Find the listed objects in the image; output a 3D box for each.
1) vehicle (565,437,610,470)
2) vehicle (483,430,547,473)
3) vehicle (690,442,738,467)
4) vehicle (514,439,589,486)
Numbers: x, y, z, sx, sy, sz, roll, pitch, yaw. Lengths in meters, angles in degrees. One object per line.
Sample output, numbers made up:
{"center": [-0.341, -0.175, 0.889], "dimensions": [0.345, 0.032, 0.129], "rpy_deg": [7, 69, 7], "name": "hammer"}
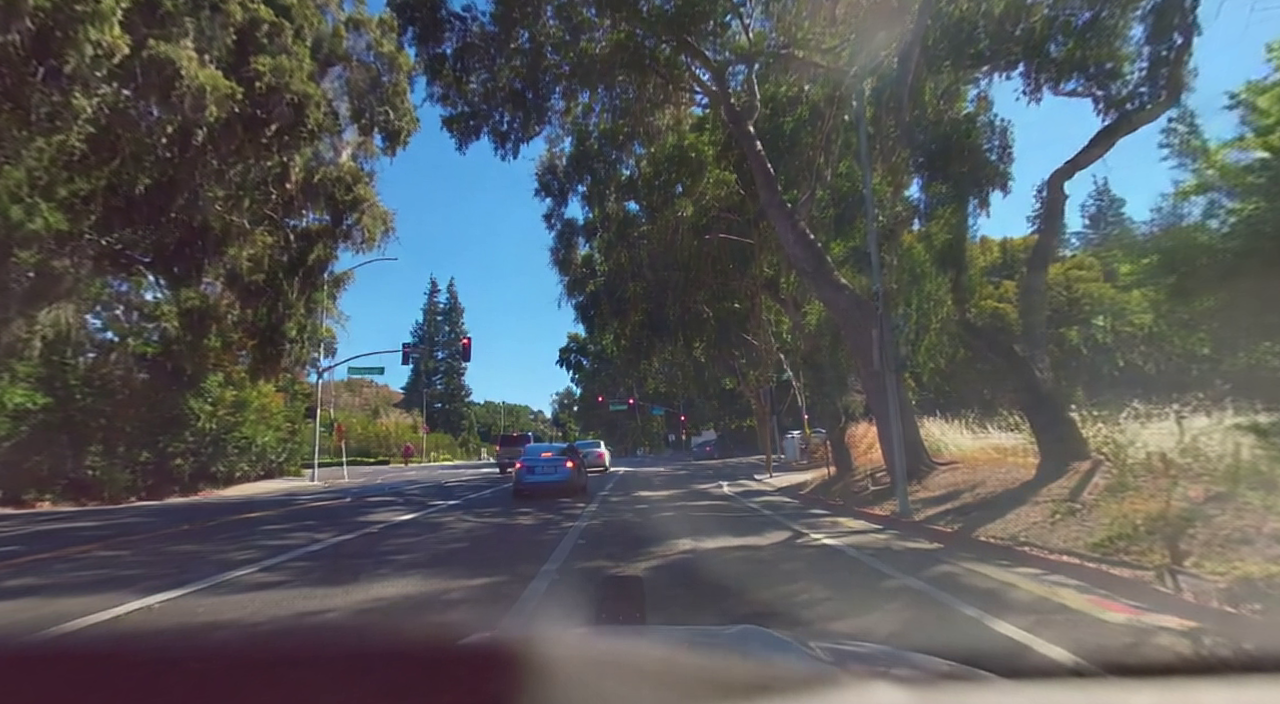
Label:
{"center": [-2.789, 5.546, 34.667], "dimensions": [2.055, 1.679, 4.155], "rpy_deg": [0, -9, 1], "name": "vehicle"}
{"center": [-6.268, 5.073, 32.348], "dimensions": [2.390, 2.020, 5.085], "rpy_deg": [0, -9, -2], "name": "vehicle"}
{"center": [4.507, 6.136, 38.055], "dimensions": [1.945, 1.410, 4.284], "rpy_deg": [-3, -9, 19], "name": "vehicle"}
{"center": [-2.974, 3.834, 22.145], "dimensions": [1.979, 1.492, 3.930], "rpy_deg": [0, -9, 1], "name": "vehicle"}
